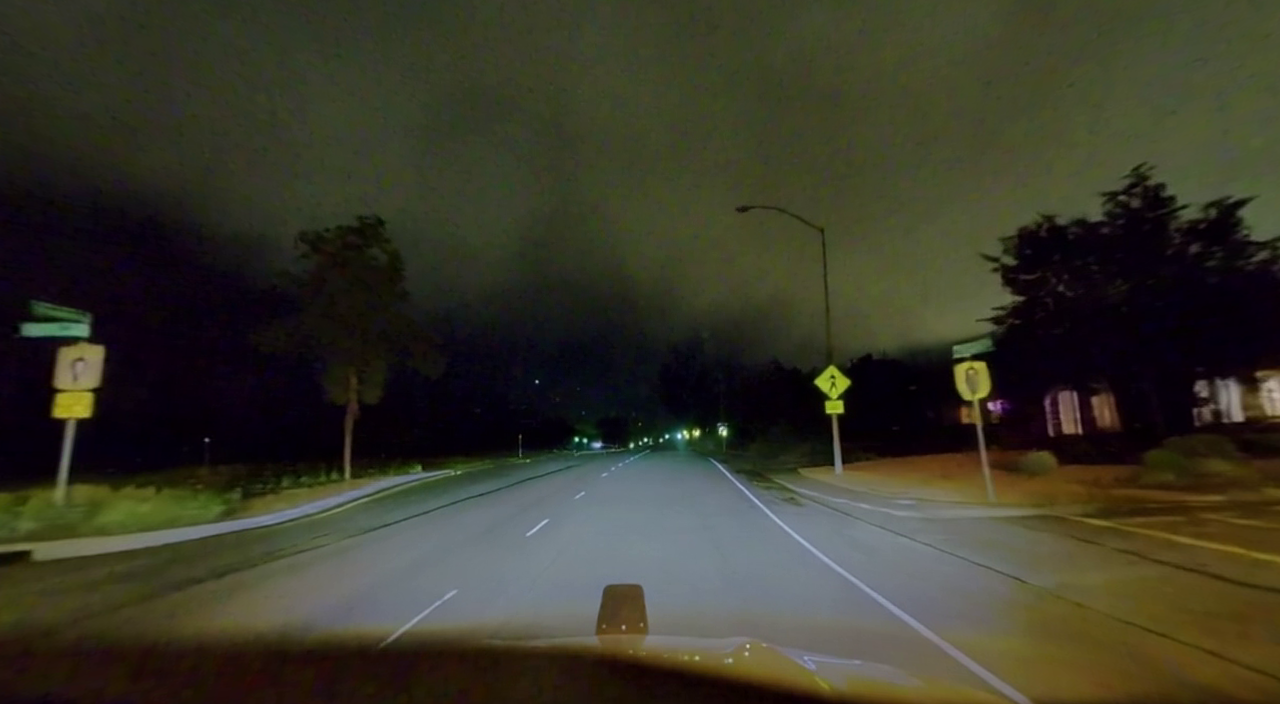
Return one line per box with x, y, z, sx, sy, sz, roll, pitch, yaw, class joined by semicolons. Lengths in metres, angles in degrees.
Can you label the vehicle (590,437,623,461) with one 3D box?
-2.454;7.346;47.804;2.173;1.694;4.335;0;-8;1;vehicle
